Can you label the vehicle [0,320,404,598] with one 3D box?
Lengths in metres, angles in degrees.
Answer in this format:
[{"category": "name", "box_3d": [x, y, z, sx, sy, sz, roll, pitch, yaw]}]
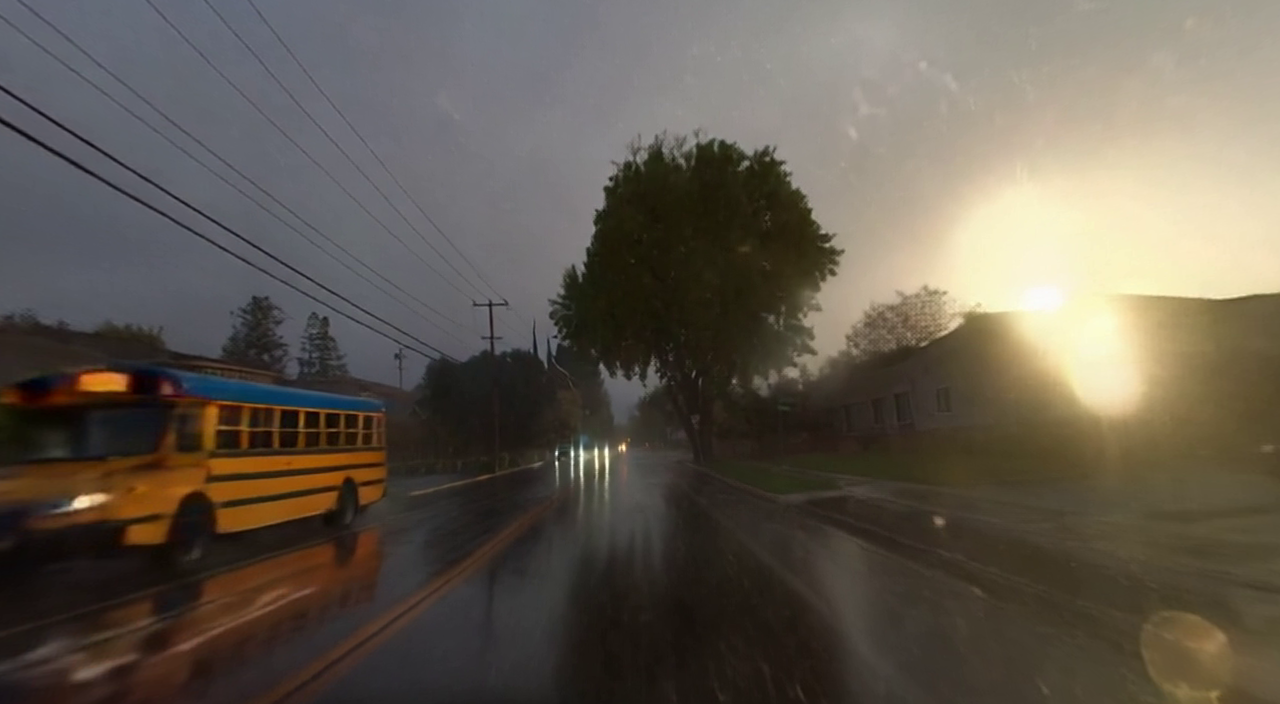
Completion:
[{"category": "vehicle", "box_3d": [-6.692, 1.620, 10.165, 2.835, 2.876, 7.091, -1, -9, 2]}]
